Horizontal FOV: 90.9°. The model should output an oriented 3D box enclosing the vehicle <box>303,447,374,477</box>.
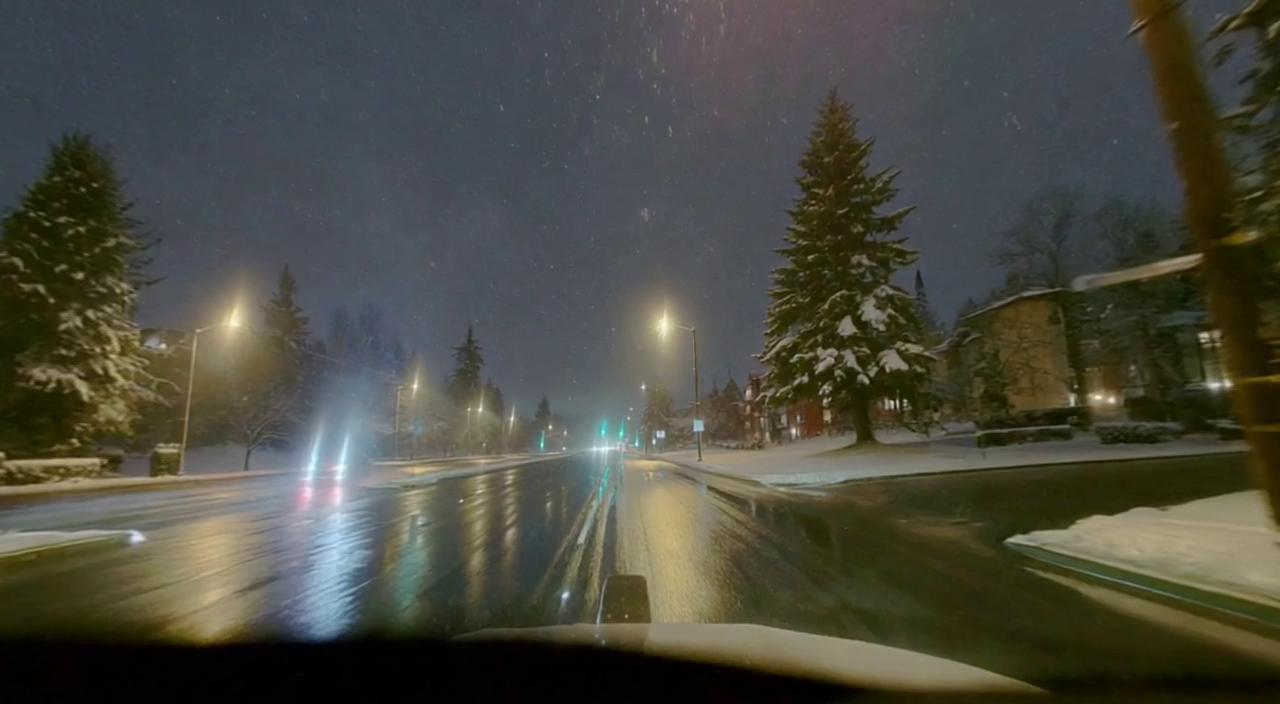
[{"bbox_3d":[-18.004,6.590,37.936,2.154,1.648,4.555,0,-8,-2],"label":"vehicle"}]
